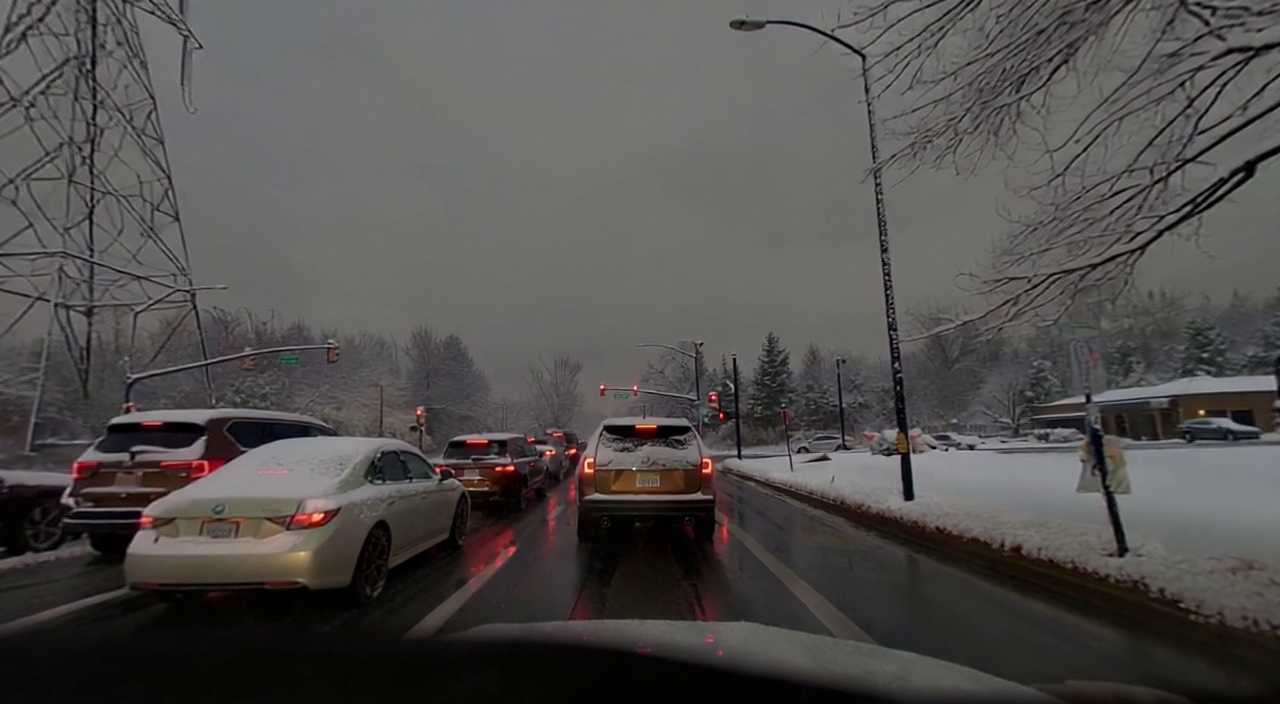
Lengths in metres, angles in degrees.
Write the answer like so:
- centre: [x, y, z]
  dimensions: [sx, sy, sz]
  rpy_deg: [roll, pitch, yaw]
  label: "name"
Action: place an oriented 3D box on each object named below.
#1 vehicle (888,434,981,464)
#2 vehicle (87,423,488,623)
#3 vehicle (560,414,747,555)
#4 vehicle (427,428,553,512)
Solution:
- centre: [15.127, 4.986, 32.575]
  dimensions: [3.858, 1.437, 1.899]
  rpy_deg: [0, -8, -4]
  label: "vehicle"
- centre: [-3.181, 1.609, 7.028]
  dimensions: [1.973, 1.469, 4.448]
  rpy_deg: [0, -8, -1]
  label: "vehicle"
- centre: [0.101, 1.902, 9.763]
  dimensions: [2.239, 1.661, 4.224]
  rpy_deg: [0, -8, -2]
  label: "vehicle"
- centre: [-3.243, 2.631, 14.506]
  dimensions: [1.997, 1.636, 3.760]
  rpy_deg: [0, -8, -1]
  label: "vehicle"
